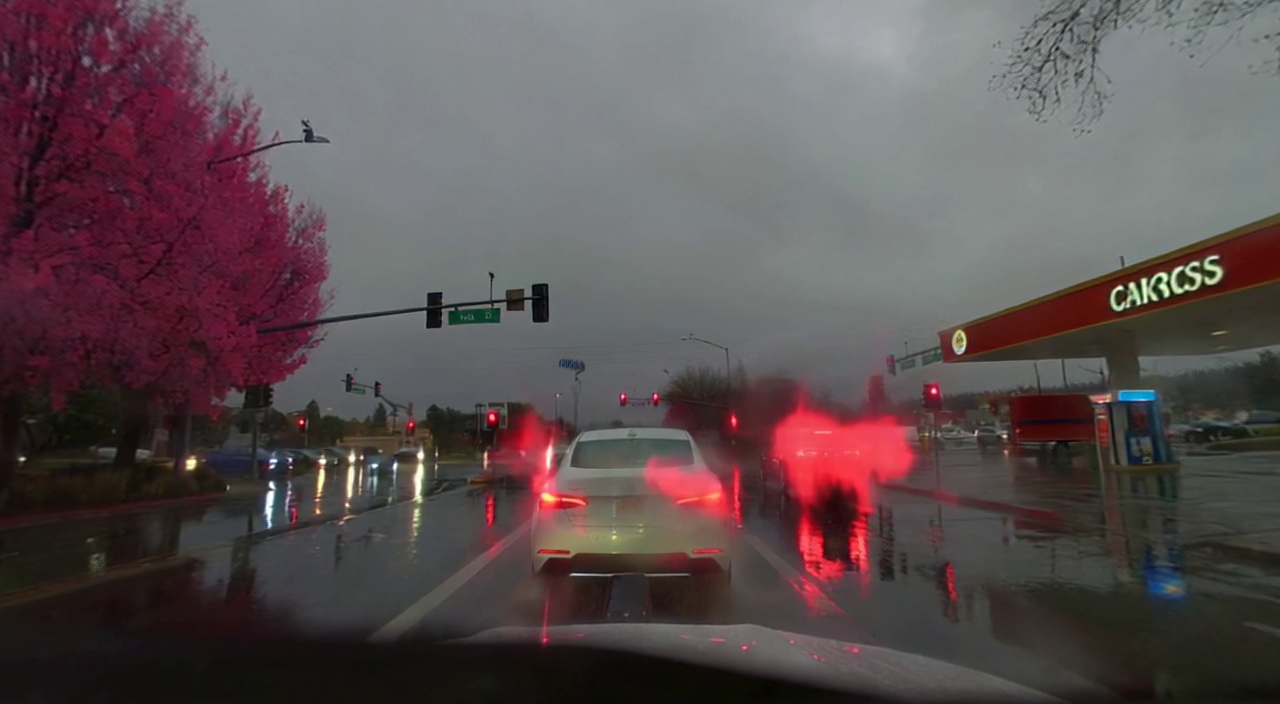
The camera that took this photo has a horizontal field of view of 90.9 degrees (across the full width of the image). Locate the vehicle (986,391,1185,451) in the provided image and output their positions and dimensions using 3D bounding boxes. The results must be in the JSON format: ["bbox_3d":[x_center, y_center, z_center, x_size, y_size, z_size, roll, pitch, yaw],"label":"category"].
[{"bbox_3d":[30.069,4.736,42.928,10.890,3.868,3.021,-1,-8,2],"label":"vehicle"}]

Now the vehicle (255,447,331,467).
[{"bbox_3d":[-26.798,8.126,48.766,4.806,1.472,1.886,-1,-8,5],"label":"vehicle"}]

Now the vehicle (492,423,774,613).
[{"bbox_3d":[-0.074,1.608,7.060,2.213,1.482,4.057,0,-8,-1],"label":"vehicle"}]

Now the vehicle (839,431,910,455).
[{"bbox_3d":[18.183,7.084,49.010,4.656,1.605,1.942,-3,-8,4],"label":"vehicle"}]

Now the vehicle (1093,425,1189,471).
[{"bbox_3d":[18.559,3.528,23.273,4.300,1.495,2.053,8,-12,-43],"label":"vehicle"}]

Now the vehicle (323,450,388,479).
[{"bbox_3d":[-15.797,6.179,34.857,1.944,1.465,4.609,7,-11,-40],"label":"vehicle"}]

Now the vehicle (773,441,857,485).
[{"bbox_3d":[6.521,4.161,23.996,1.942,1.511,4.390,0,-8,0],"label":"vehicle"}]

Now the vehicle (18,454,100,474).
[{"bbox_3d":[-42.815,8.255,46.478,4.511,1.407,1.764,-1,-8,4],"label":"vehicle"}]

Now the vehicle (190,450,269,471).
[{"bbox_3d":[-29.463,7.759,45.280,4.466,1.438,1.837,-1,-8,5],"label":"vehicle"}]
